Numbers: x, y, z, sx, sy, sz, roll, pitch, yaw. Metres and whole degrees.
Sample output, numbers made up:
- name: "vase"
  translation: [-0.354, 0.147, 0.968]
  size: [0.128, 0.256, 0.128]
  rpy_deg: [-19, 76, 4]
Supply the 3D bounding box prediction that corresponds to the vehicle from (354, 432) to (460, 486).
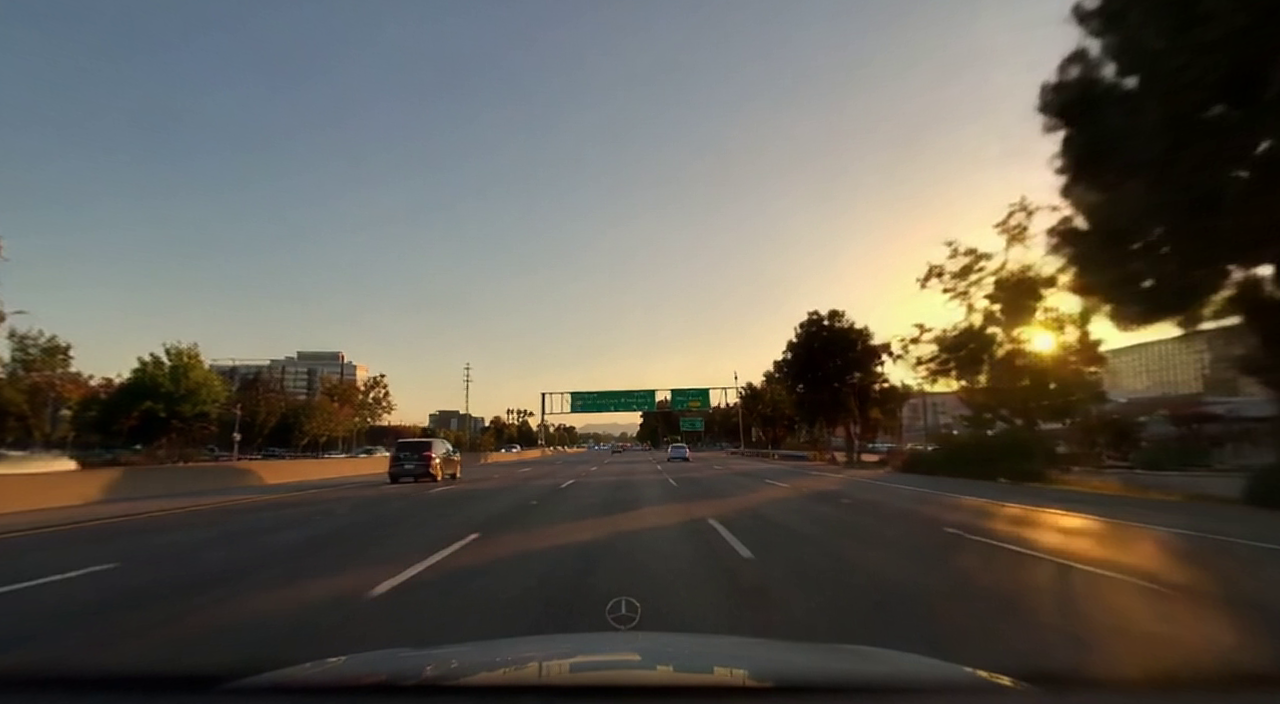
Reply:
- name: "vehicle"
  translation: [-8.048, 3.736, 22.349]
  size: [2.089, 1.724, 4.327]
  rpy_deg: [0, -8, 0]
